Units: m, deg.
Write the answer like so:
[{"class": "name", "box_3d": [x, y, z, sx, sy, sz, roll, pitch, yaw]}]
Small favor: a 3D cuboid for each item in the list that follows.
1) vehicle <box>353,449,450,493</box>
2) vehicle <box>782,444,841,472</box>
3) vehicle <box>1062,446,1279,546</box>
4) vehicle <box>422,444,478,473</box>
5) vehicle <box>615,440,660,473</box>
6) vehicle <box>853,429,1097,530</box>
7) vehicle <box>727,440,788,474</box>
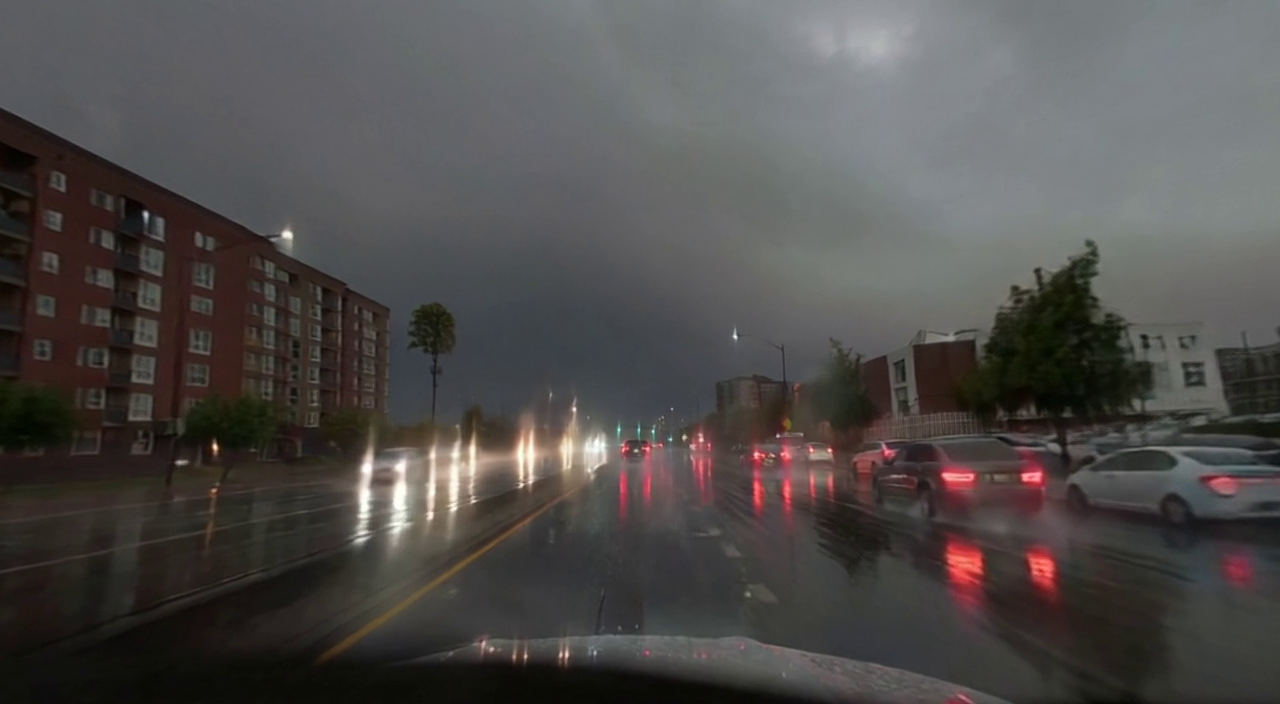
[{"class": "vehicle", "box_3d": [-8.457, 4.219, 22.752, 1.869, 1.419, 4.183, 0, -9, 0]}, {"class": "vehicle", "box_3d": [9.981, 6.167, 36.930, 2.089, 1.508, 4.323, 0, -9, -2]}, {"class": "vehicle", "box_3d": [10.110, 2.408, 11.222, 1.930, 1.426, 4.501, 1, -9, -2]}, {"class": "vehicle", "box_3d": [-11.817, 6.610, 39.463, 2.036, 1.697, 4.680, 0, -9, 0]}, {"class": "vehicle", "box_3d": [-0.131, 5.212, 31.600, 2.106, 1.553, 3.964, 0, -9, 0]}, {"class": "vehicle", "box_3d": [6.097, 2.372, 12.384, 2.121, 1.557, 4.898, 0, -9, 0]}, {"class": "vehicle", "box_3d": [5.777, 5.219, 31.438, 2.154, 1.554, 4.149, 0, -9, -2]}]
